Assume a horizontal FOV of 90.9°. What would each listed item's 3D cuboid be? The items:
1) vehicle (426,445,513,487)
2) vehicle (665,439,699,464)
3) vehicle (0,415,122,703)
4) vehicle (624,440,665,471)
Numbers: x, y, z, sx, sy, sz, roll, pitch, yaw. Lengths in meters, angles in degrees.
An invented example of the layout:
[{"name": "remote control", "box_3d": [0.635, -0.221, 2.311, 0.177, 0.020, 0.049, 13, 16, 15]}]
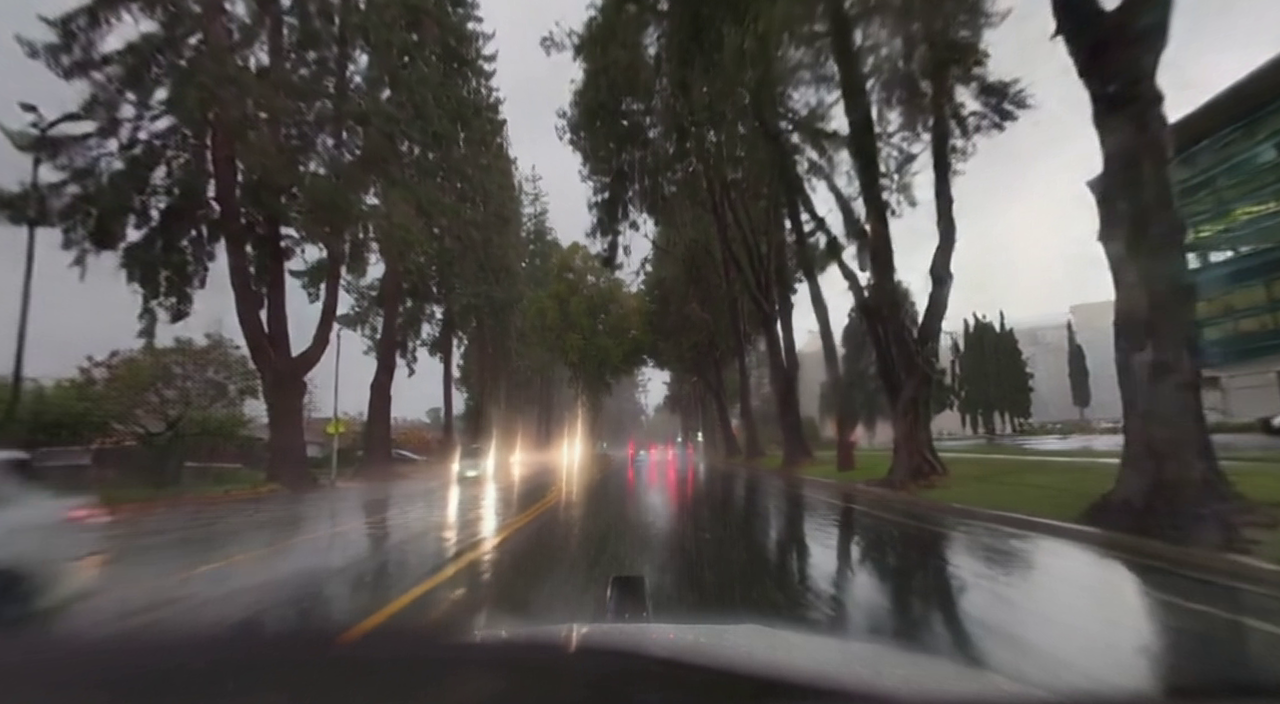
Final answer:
[{"name": "vehicle", "box_3d": [-6.616, 4.477, 25.111, 2.081, 1.477, 4.760, 0, -8, 1]}, {"name": "vehicle", "box_3d": [3.154, 7.566, 48.169, 2.189, 1.766, 4.495, 0, -8, -1]}, {"name": "vehicle", "box_3d": [-4.049, 0.809, 1.342, 2.014, 1.487, 4.591, 0, -8, -1]}, {"name": "vehicle", "box_3d": [0.220, 5.717, 35.112, 2.109, 1.612, 3.963, 0, -8, 0]}]
